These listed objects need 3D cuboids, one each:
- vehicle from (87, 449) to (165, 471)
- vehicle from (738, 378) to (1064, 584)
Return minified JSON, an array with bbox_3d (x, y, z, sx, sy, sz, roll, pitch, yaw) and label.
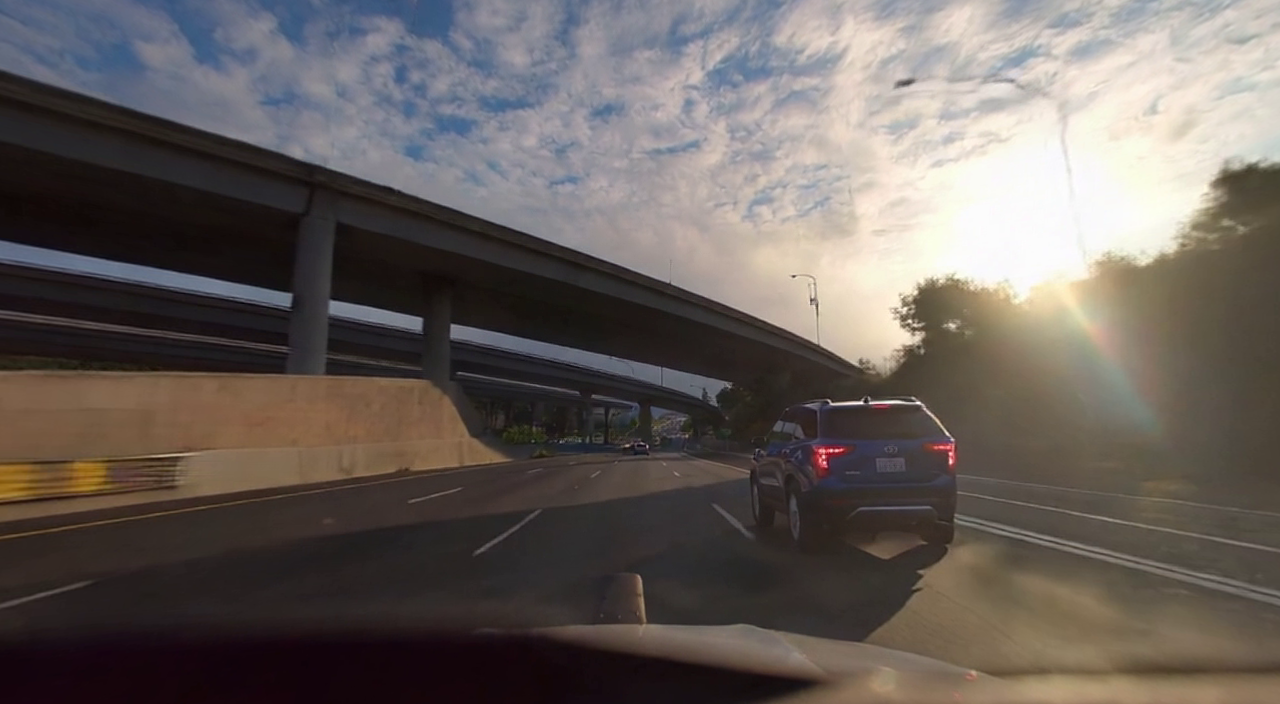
[{"bbox_3d":[-38.179,8.026,47.099,1.831,1.480,4.817,0,-9,-2],"label":"vehicle"},{"bbox_3d":[2.869,1.588,8.539,2.155,1.918,4.945,0,-9,-1],"label":"vehicle"}]
